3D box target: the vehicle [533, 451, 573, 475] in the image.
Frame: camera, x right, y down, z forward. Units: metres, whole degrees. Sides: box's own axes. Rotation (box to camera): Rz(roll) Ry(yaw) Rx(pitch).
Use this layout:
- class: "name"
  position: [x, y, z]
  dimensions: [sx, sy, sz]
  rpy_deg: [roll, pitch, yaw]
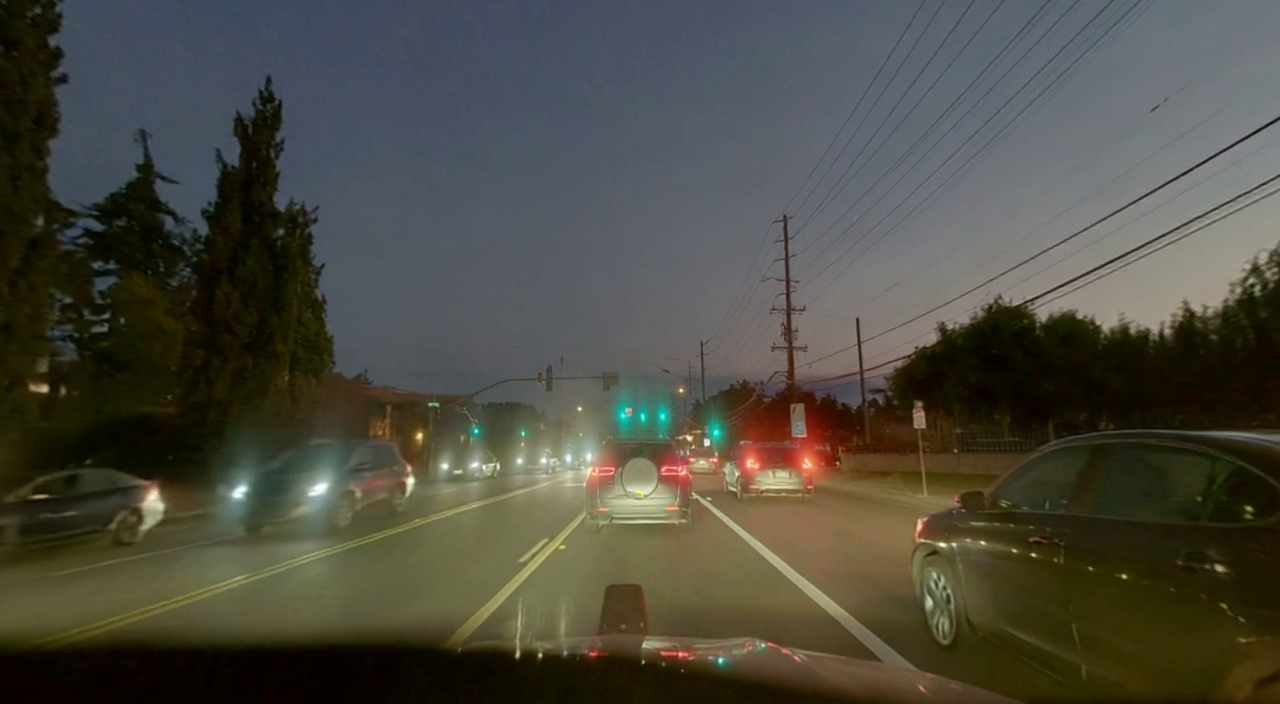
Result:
- class: "vehicle"
  position: [-5.825, 7.439, 42.478]
  dimensions: [1.974, 1.466, 4.427]
  rpy_deg: [-1, -8, 1]

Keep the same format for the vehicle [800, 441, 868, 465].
- class: "vehicle"
  position: [14.304, 7.449, 46.587]
  dimensions: [4.406, 1.668, 2.041]
  rpy_deg: [3, -9, -20]

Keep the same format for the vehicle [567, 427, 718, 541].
- class: "vehicle"
  position: [0.052, 2.247, 11.390]
  dimensions: [2.200, 1.653, 4.127]
  rpy_deg: [0, -8, 1]

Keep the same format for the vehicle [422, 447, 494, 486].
- class: "vehicle"
  position: [-9.393, 5.938, 33.129]
  dimensions: [2.086, 1.850, 5.349]
  rpy_deg: [-1, -8, 1]

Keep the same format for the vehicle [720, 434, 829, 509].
- class: "vehicle"
  position: [3.319, 3.023, 16.411]
  dimensions: [1.914, 1.698, 4.049]
  rpy_deg: [0, -8, 0]

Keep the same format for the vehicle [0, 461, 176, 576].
- class: "vehicle"
  position: [-9.511, 2.419, 9.386]
  dimensions: [1.854, 1.459, 4.288]
  rpy_deg: [0, -8, 1]

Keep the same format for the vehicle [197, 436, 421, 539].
- class: "vehicle"
  position: [-6.419, 2.649, 13.007]
  dimensions: [2.218, 1.722, 4.397]
  rpy_deg: [0, -8, 0]

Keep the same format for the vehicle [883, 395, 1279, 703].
- class: "vehicle"
  position: [2.873, 1.008, 2.759]
  dimensions: [1.950, 1.487, 4.275]
  rpy_deg: [0, -8, 1]
